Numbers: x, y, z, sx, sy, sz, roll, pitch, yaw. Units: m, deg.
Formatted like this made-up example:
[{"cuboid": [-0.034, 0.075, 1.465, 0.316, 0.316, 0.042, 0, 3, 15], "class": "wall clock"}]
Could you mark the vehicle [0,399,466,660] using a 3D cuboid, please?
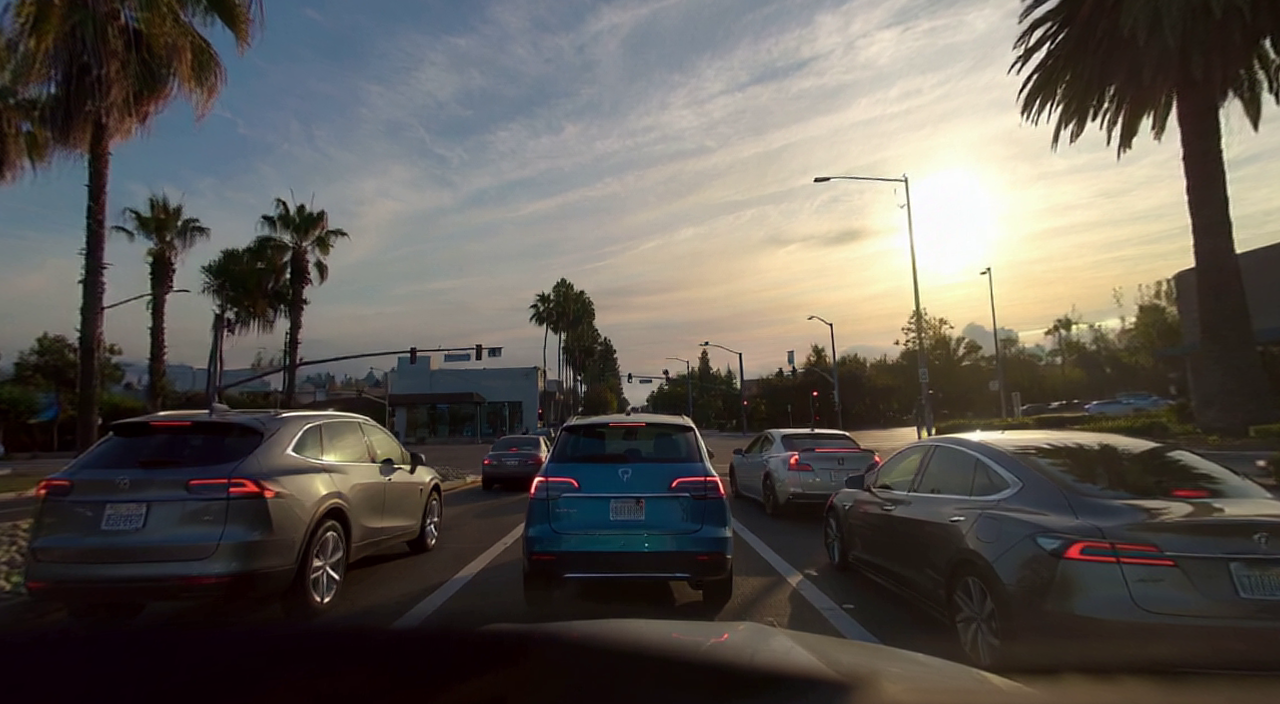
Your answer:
[{"cuboid": [-3.352, 1.385, 6.049, 2.014, 1.534, 4.455, 0, -8, 1], "class": "vehicle"}]

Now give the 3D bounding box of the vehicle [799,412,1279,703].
[{"cuboid": [2.967, 1.370, 5.257, 2.017, 1.491, 4.611, 0, -8, -1], "class": "vehicle"}]

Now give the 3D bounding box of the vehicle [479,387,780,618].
[{"cuboid": [-0.137, 1.465, 7.065, 2.280, 1.747, 4.361, 0, -8, -2], "class": "vehicle"}]
